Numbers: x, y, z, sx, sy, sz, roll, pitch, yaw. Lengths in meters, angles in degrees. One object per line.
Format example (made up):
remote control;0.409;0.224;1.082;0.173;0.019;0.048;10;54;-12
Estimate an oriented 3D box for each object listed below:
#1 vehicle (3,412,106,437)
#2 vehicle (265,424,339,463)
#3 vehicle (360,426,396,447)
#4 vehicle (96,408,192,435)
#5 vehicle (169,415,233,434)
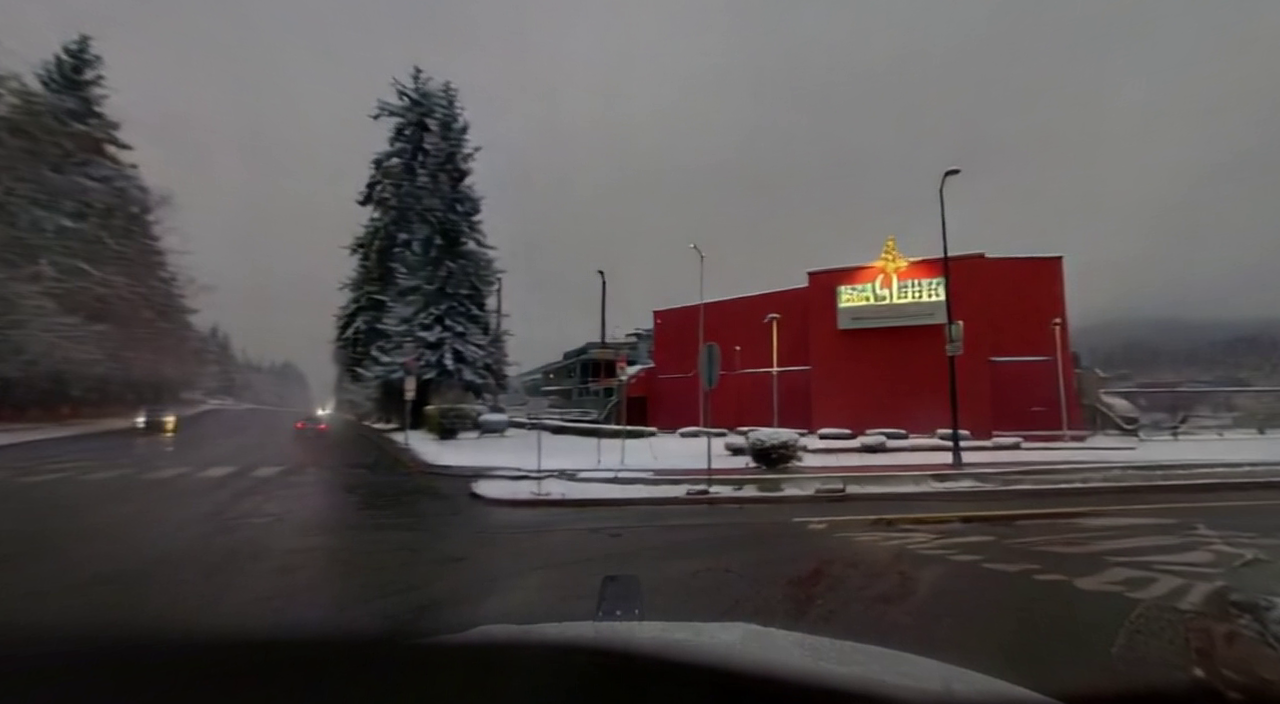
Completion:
vehicle;-35.492;4.411;38.153;4.442;1.468;1.821;0;-8;1
vehicle;-13.597;3.706;25.557;1.962;1.424;4.289;3;-8;-19
vehicle;-19.481;6.319;46.840;1.742;1.504;3.771;2;-8;-11
vehicle;-35.534;5.018;45.141;5.015;1.909;2.034;0;-8;-2
vehicle;-34.865;5.787;49.937;3.774;1.439;1.676;0;-8;-3
